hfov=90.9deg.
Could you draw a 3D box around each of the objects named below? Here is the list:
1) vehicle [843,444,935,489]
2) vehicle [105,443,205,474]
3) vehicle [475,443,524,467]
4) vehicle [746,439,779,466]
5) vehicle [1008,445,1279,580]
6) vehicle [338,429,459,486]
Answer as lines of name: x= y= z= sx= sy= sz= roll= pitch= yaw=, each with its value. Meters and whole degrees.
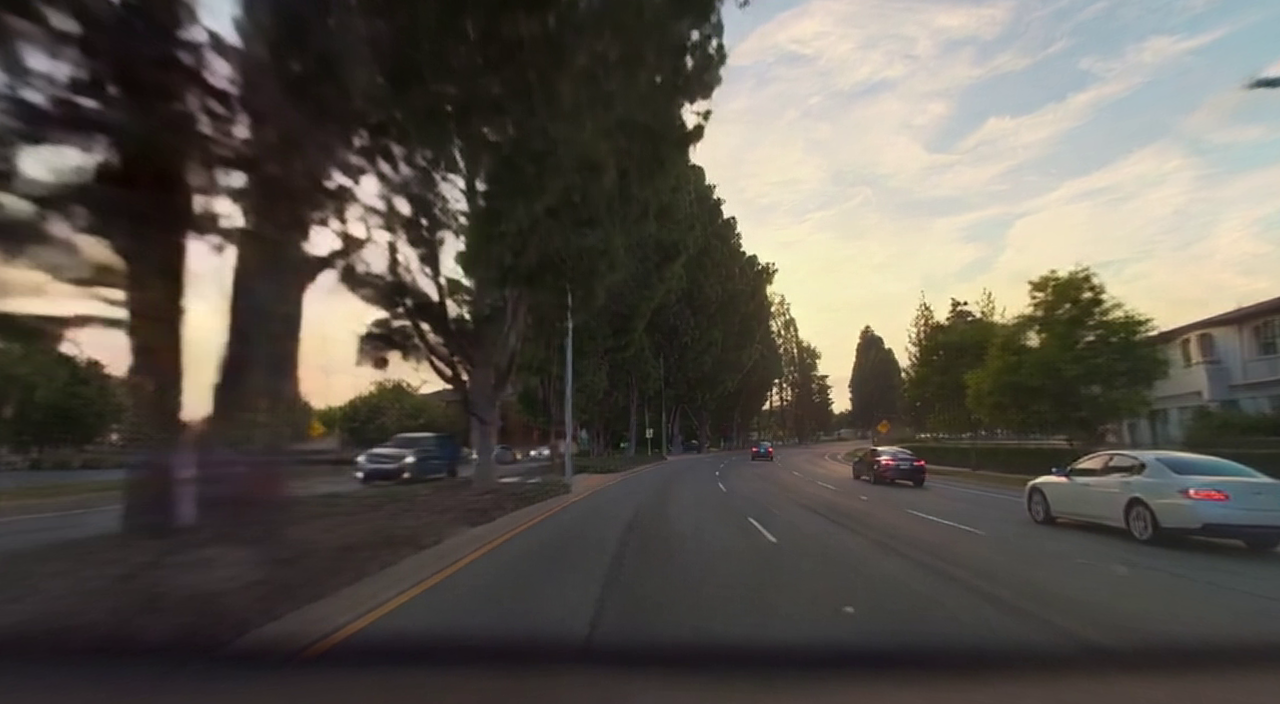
vehicle: x=8.978 y=4.122 z=23.110 sx=1.855 sy=1.444 sz=4.389 roll=-1 pitch=-8 yaw=4
vehicle: x=-33.525 y=7.338 z=43.755 sx=2.050 sy=1.962 sz=4.953 roll=-4 pitch=-9 yaw=26
vehicle: x=-8.991 y=6.612 z=40.597 sx=1.764 sy=1.457 sz=3.794 roll=-2 pitch=-8 yaw=9
vehicle: x=8.124 y=6.689 z=42.112 sx=1.991 sy=1.684 sz=4.127 roll=-2 pitch=-8 yaw=10
vehicle: x=7.301 y=2.006 z=8.829 sx=1.783 sy=1.386 sz=4.433 roll=-1 pitch=-8 yaw=3
vehicle: x=-8.057 y=3.566 z=21.544 sx=2.024 sy=1.729 sz=4.371 roll=-1 pitch=-8 yaw=6
